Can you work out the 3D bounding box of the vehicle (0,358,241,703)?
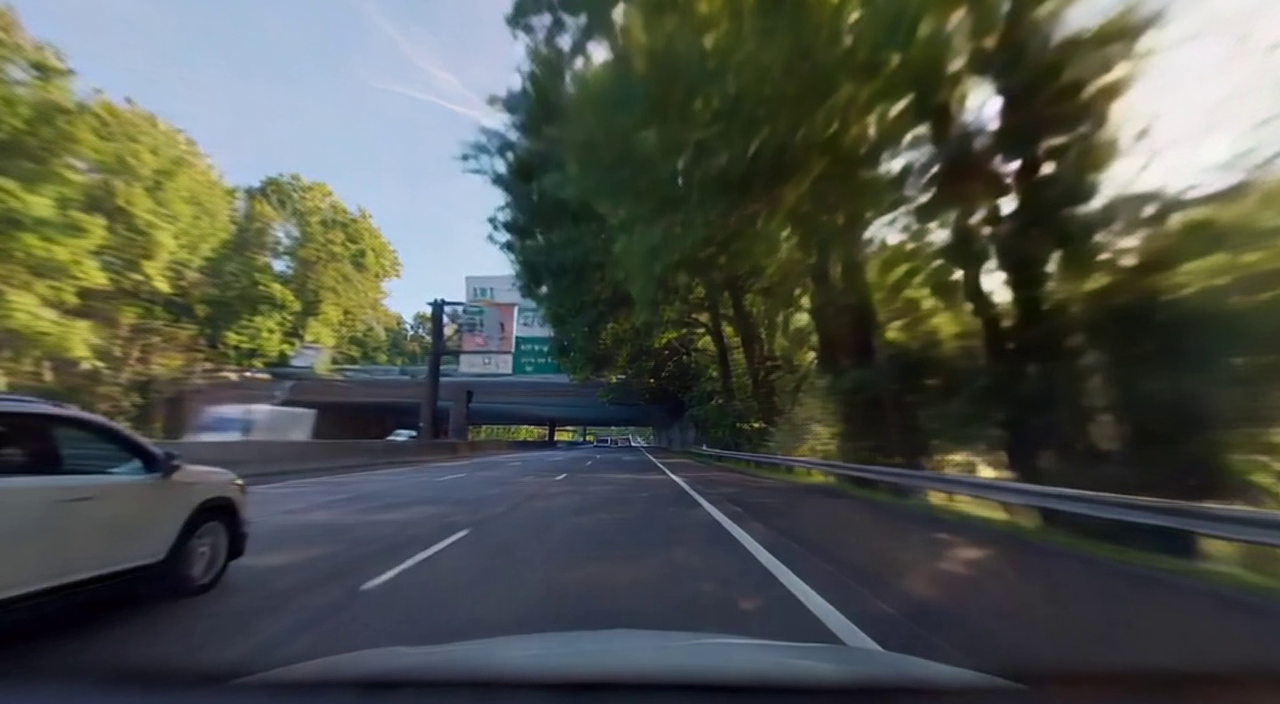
[{"bbox_3d":[-4.144,0.843,2.842,2.034,1.675,4.080,0,-8,-1],"label":"vehicle"}]
